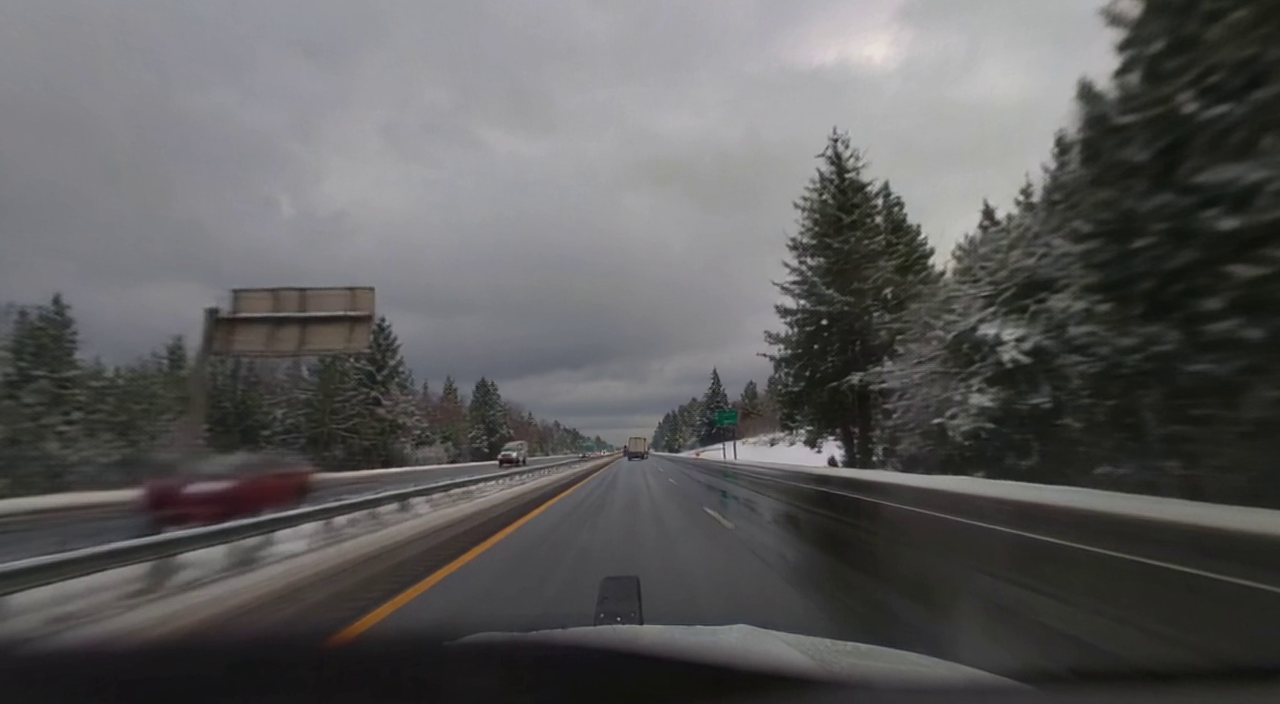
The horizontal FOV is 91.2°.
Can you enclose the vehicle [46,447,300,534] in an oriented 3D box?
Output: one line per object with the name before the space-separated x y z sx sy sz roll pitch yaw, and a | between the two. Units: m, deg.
vehicle | -9.645 2.834 13.584 1.915 1.530 4.629 0 -9 0
